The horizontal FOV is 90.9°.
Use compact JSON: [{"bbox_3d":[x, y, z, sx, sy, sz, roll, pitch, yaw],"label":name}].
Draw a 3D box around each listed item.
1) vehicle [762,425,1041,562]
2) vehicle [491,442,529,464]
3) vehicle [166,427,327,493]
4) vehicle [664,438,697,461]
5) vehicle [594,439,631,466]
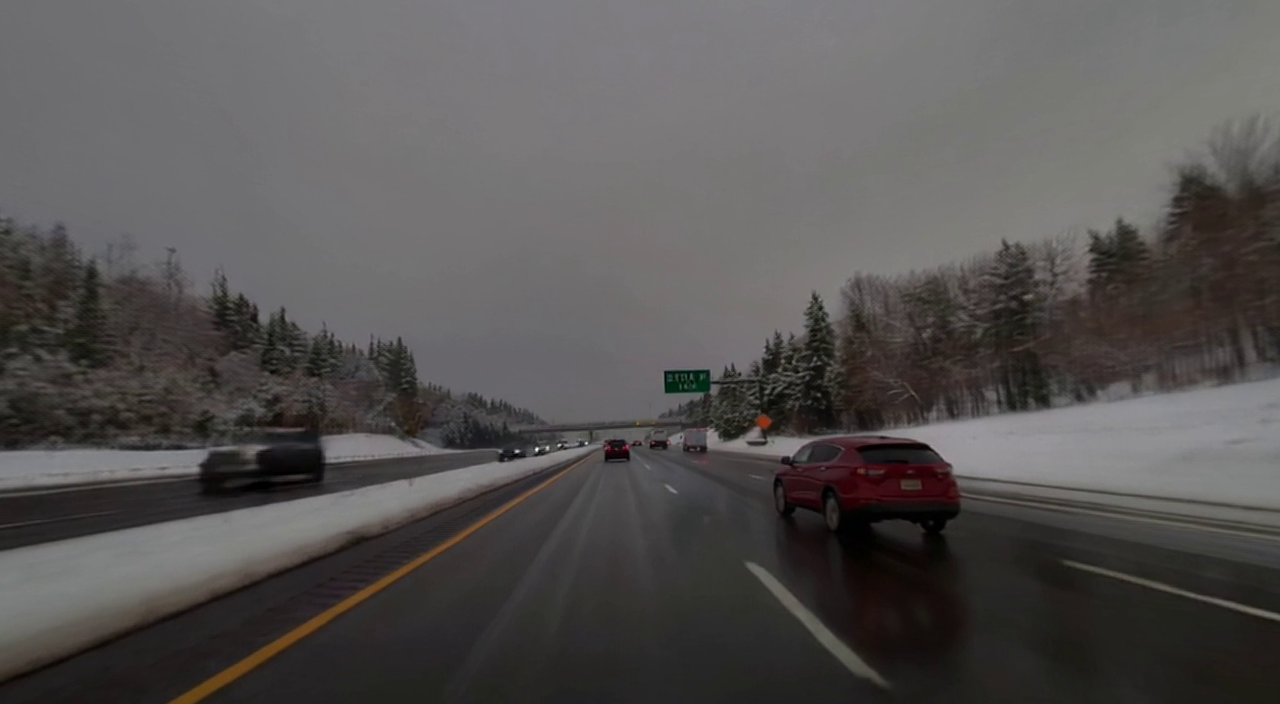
[{"bbox_3d":[3.379,1.886,9.429,1.961,1.495,4.743,0,-8,-3],"label":"vehicle"},{"bbox_3d":[-9.348,7.269,45.541,1.855,1.455,4.469,0,-8,-1],"label":"vehicle"},{"bbox_3d":[-12.807,3.499,21.048,2.210,1.908,5.012,0,-8,-2],"label":"vehicle"},{"bbox_3d":[2.973,7.189,46.692,1.995,1.556,3.893,0,-8,-3],"label":"vehicle"},{"bbox_3d":[-1.634,5.949,37.628,2.055,1.466,4.317,0,-8,-2],"label":"vehicle"}]
